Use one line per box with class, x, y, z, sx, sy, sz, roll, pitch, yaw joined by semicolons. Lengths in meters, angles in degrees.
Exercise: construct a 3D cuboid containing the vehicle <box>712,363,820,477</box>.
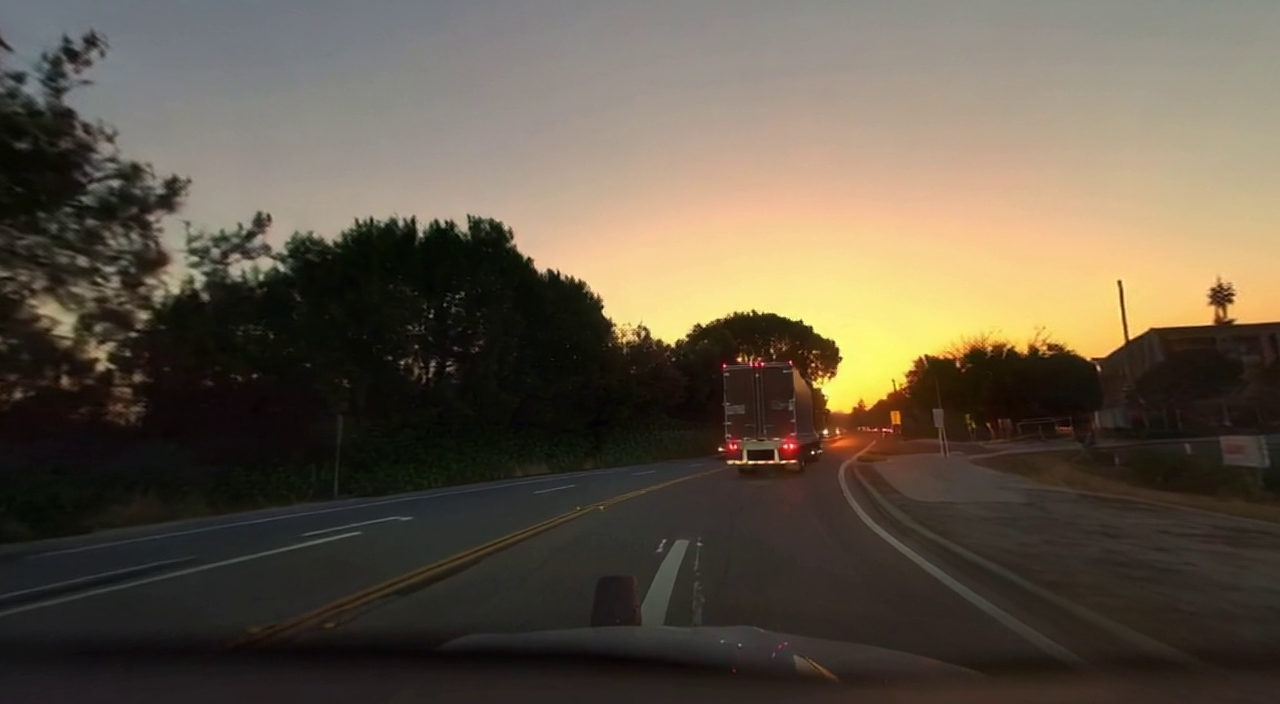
vehicle;5.564;2.937;25.954;2.837;3.712;10.484;-3;-8;19
